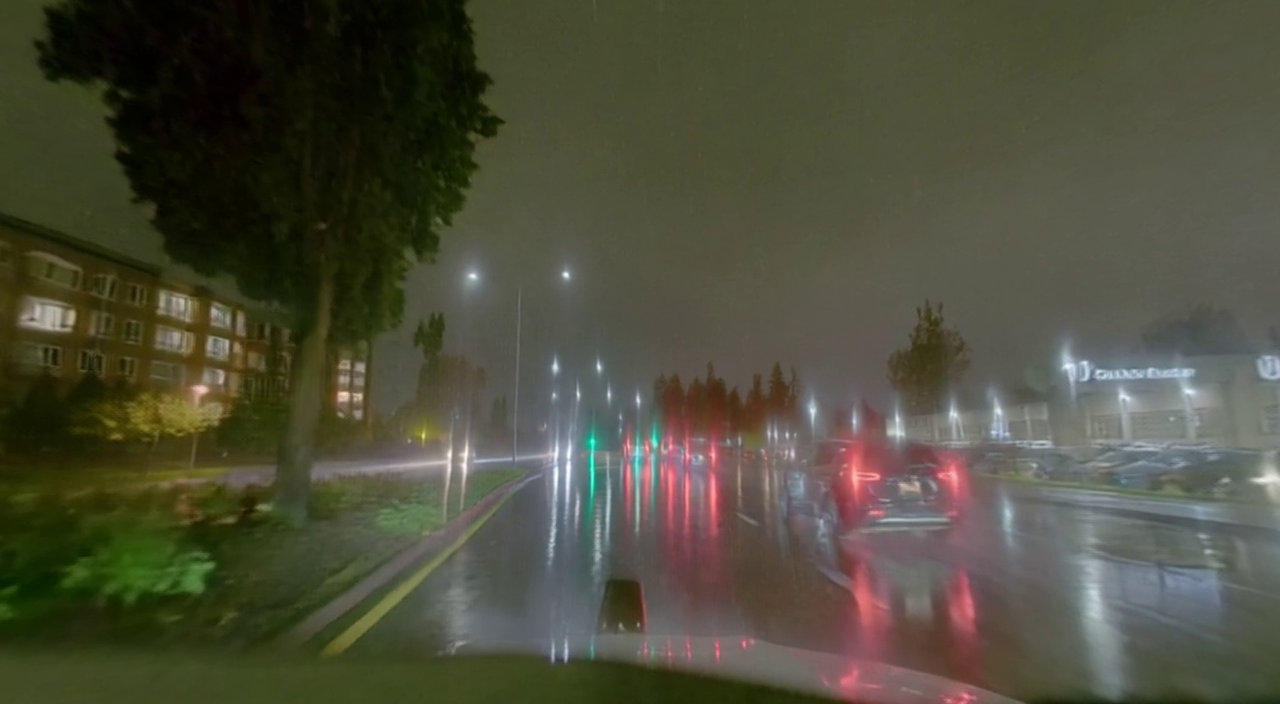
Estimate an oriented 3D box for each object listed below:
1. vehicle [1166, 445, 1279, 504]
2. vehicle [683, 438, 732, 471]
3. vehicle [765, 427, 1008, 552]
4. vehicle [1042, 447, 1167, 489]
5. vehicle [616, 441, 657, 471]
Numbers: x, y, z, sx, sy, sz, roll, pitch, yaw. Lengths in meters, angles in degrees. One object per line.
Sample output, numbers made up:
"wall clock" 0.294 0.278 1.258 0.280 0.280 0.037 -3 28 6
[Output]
"vehicle" 17.595 3.437 18.162 4.044 1.487 1.977 3 -9 -22
"vehicle" 3.528 5.472 33.881 2.041 1.611 4.426 0 -8 -1
"vehicle" 3.518 2.043 10.198 1.953 1.514 4.672 0 -8 -1
"vehicle" 17.625 4.353 23.975 4.099 1.413 1.978 4 -9 -25
"vehicle" -0.234 5.540 33.875 2.095 1.456 3.873 0 -8 -2
